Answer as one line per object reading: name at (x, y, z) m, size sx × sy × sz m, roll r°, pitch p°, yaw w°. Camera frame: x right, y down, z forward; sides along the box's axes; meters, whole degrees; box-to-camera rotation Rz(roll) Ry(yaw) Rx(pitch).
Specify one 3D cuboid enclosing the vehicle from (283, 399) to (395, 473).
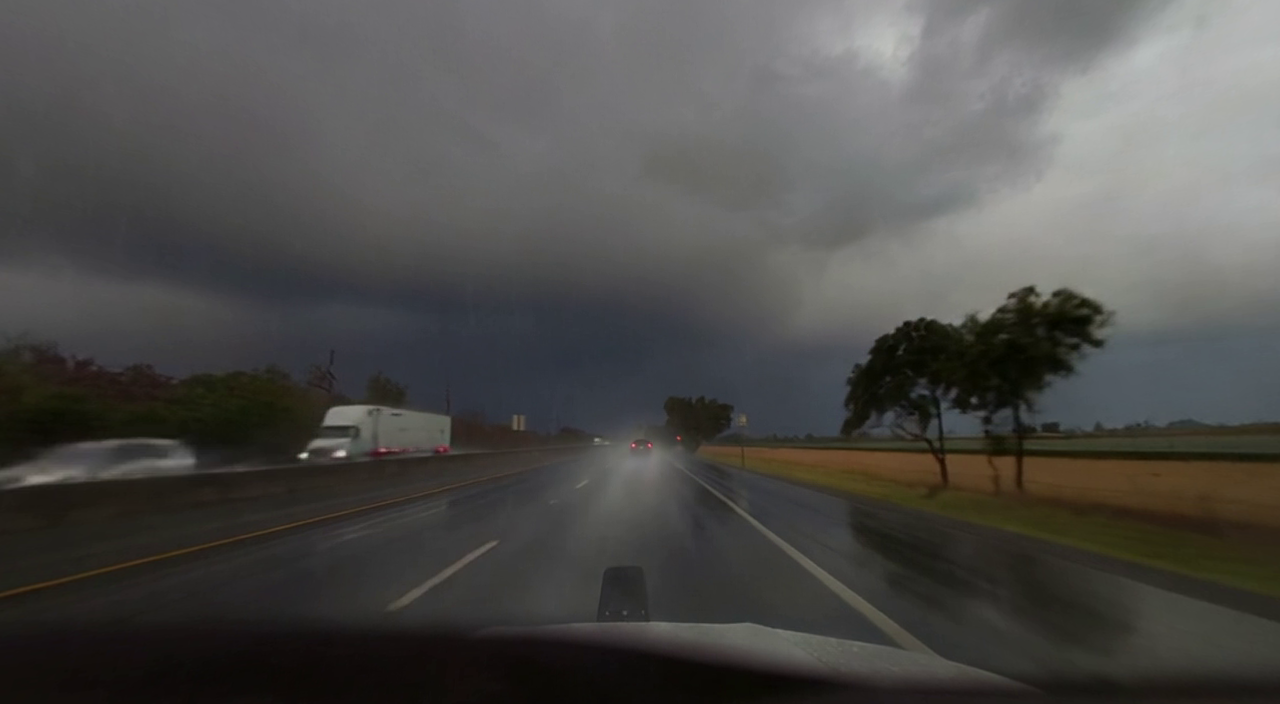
vehicle at (-16.973, 4.860, 36.031) m, size 3.040 × 3.789 × 6.539 m, roll 0°, pitch -9°, yaw 0°
